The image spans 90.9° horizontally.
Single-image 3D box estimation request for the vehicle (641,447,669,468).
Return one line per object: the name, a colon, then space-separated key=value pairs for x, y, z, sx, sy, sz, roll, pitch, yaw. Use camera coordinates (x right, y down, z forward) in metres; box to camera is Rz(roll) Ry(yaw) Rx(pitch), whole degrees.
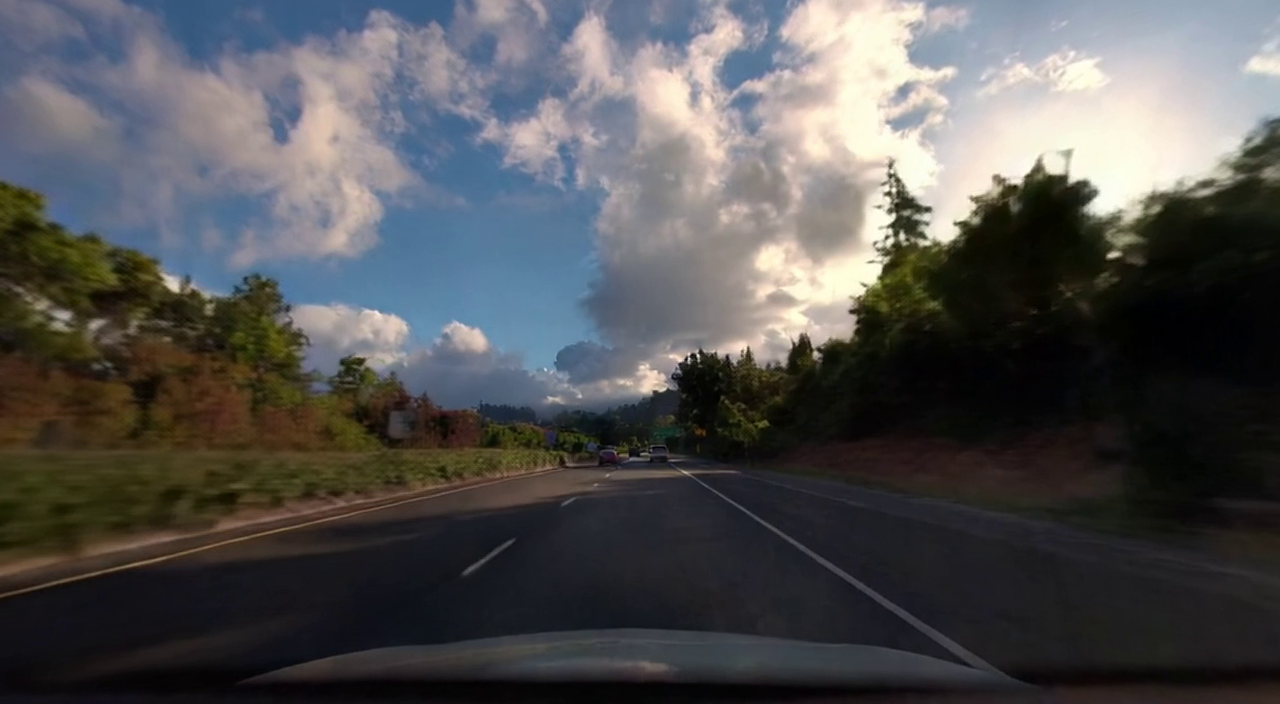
vehicle: x=1.066 y=7.724 z=46.221 sx=1.934 sy=1.488 sz=3.832 roll=0 pitch=-9 yaw=0
